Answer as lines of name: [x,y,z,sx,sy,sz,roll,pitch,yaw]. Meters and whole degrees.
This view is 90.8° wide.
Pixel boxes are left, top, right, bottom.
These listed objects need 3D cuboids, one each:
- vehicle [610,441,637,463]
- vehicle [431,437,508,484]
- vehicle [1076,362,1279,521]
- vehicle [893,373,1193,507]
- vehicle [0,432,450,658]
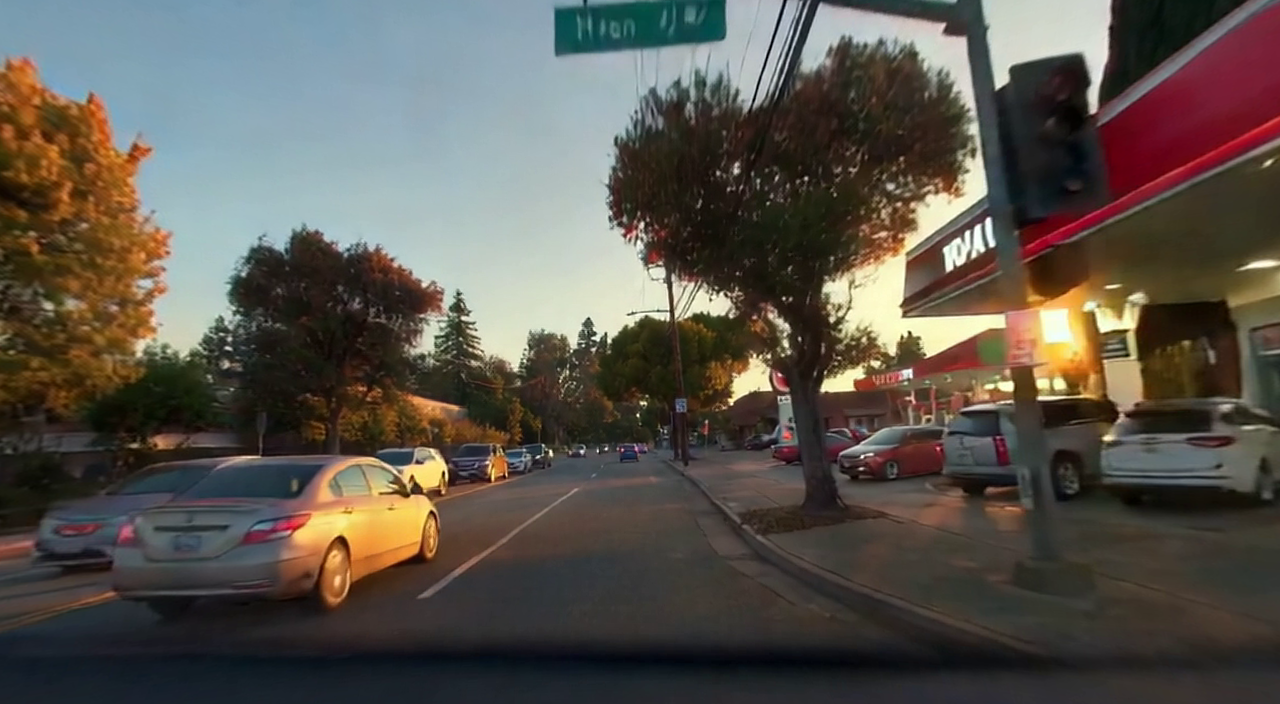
vehicle: [-1.139,7.228,45.677,1.909,1.482,4.390,0,-9,0]
vehicle: [-6.961,4.495,26.415,1.877,1.742,4.919,0,-9,0]
vehicle: [8.594,1.310,9.243,3.353,1.885,2.229,4,-10,-29]
vehicle: [7.875,1.713,12.289,5.441,2.056,2.552,5,-10,-30]
vehicle: [-3.588,1.600,6.413,1.943,1.455,4.414,0,-9,0]
